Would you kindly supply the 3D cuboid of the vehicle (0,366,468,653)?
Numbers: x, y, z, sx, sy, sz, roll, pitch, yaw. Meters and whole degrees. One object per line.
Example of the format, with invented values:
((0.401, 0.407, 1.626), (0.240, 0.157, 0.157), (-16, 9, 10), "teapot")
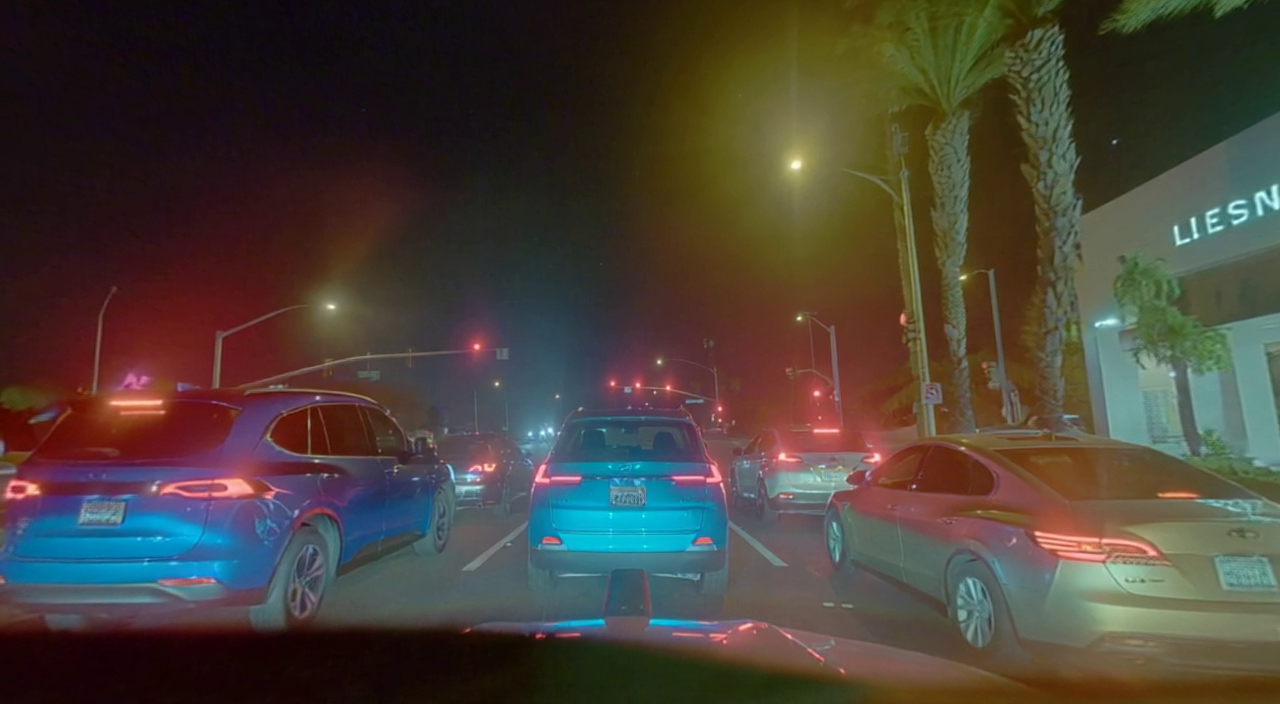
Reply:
((-3.344, 1.281, 6.127), (2.014, 1.755, 4.360), (0, -8, 1), "vehicle")

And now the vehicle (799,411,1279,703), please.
((2.966, 1.367, 5.254), (2.017, 1.491, 4.611), (0, -8, -1), "vehicle")

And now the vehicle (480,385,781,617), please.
((-0.131, 1.455, 7.063), (2.280, 1.747, 4.361), (0, -8, -2), "vehicle")
